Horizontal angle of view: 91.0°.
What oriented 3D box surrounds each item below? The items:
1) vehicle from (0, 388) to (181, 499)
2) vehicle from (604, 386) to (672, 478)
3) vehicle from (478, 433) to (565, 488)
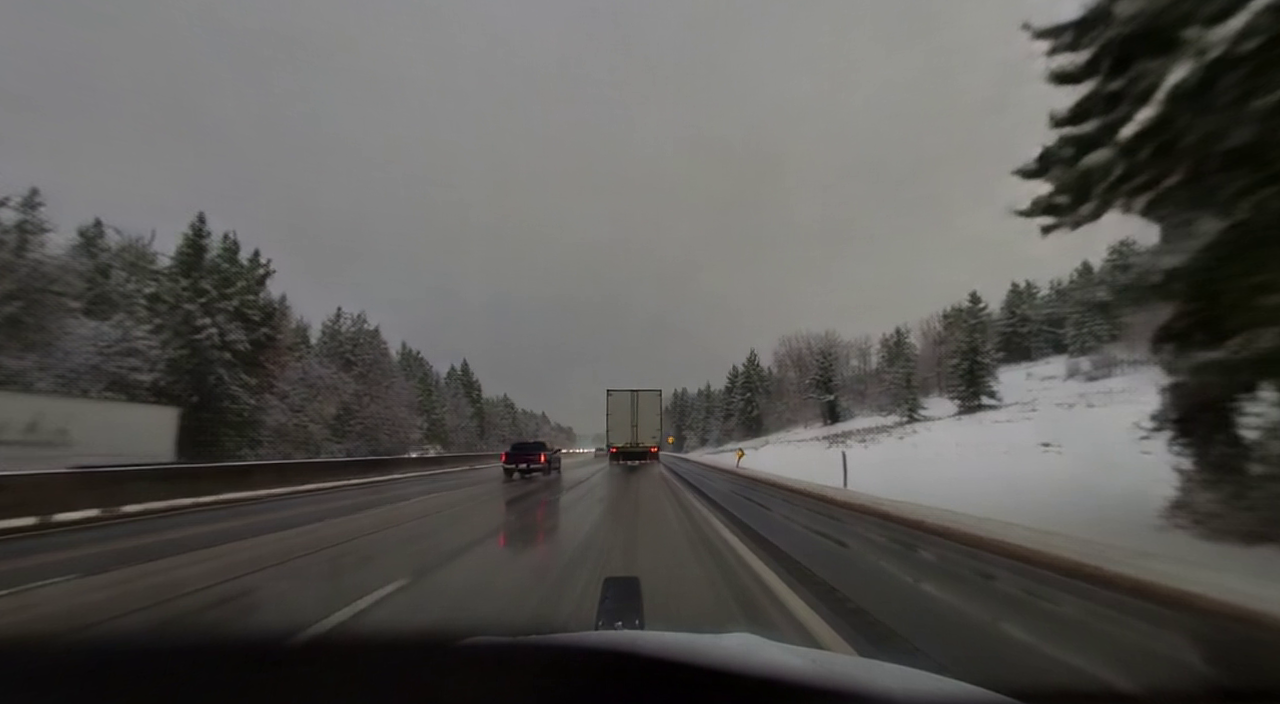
[{"bbox_3d":[-26.039,3.661,25.144,2.926,4.189,16.364,0,-9,1],"label":"vehicle"},{"bbox_3d":[-0.094,4.472,34.396,3.052,4.132,11.336,0,-9,0],"label":"vehicle"},{"bbox_3d":[-4.304,4.066,23.835,2.285,1.833,4.984,0,-9,1],"label":"vehicle"}]
